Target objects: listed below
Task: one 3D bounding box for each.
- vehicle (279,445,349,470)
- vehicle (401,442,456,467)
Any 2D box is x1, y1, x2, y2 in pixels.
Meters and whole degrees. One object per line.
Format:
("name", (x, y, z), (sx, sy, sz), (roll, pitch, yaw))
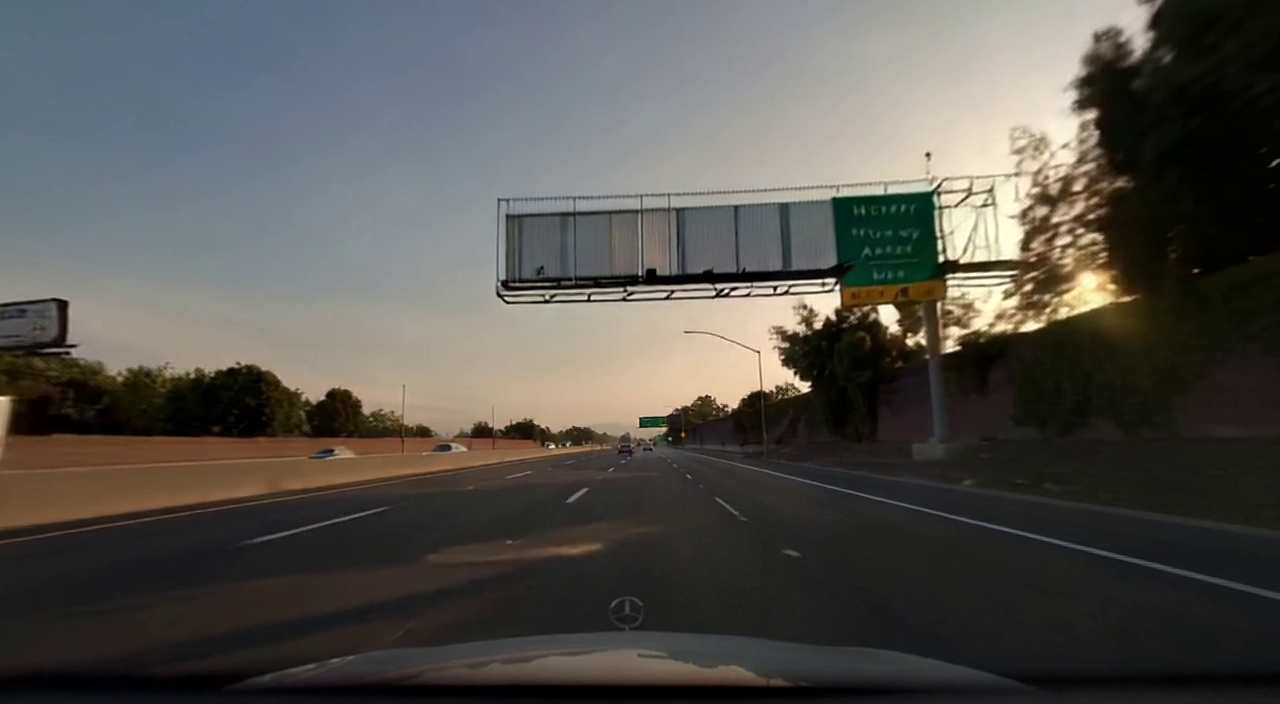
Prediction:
("vehicle", (-20.930, 6.783, 40.737), (1.903, 1.518, 4.877), (0, -8, 1))
("vehicle", (-13.612, 6.625, 40.851), (1.923, 1.478, 4.503), (0, -8, 1))
